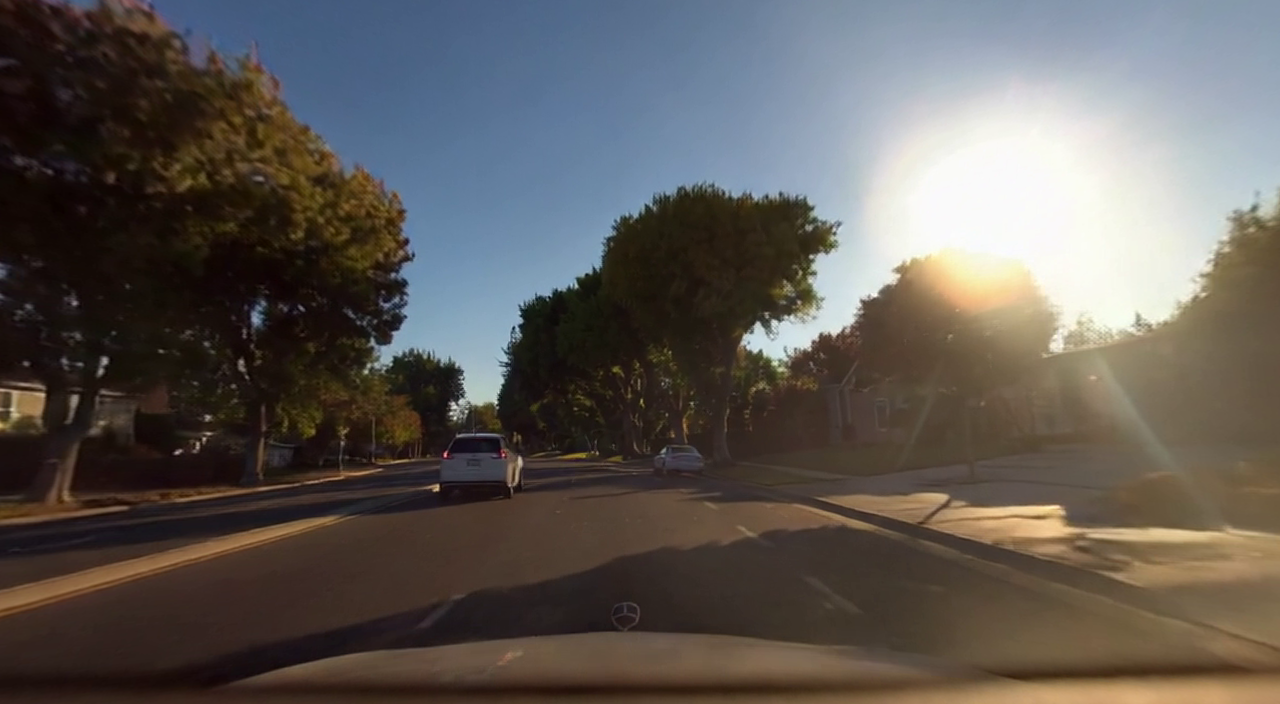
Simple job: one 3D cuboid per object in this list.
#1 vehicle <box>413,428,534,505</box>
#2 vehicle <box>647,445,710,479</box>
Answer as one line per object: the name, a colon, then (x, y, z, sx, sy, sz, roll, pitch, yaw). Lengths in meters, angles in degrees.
vehicle: (-4.244, 3.011, 16.967, 2.175, 1.772, 4.442, 1, -9, -2)
vehicle: (1.754, 5.229, 30.336, 1.928, 1.447, 4.386, 2, -9, -11)
